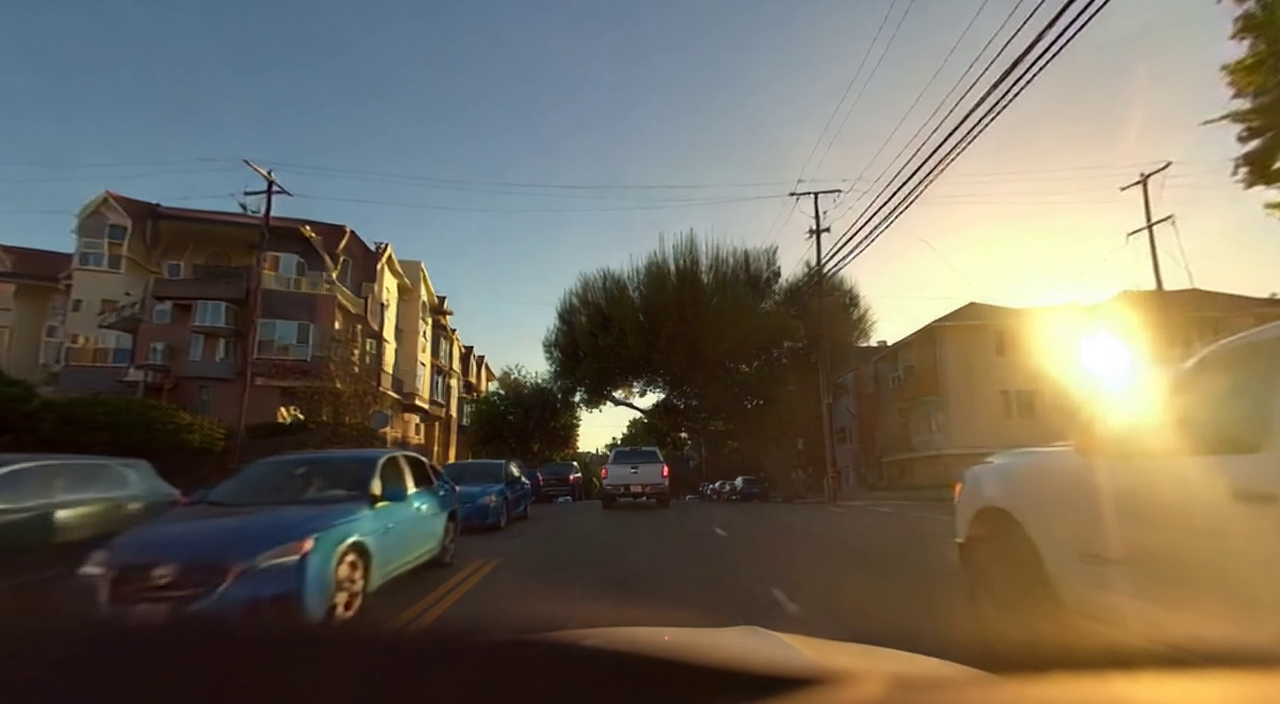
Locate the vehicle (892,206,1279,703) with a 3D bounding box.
[{"bbox_3d":[2.613,0.586,1.500,2.027,1.907,4.736,0,-9,0],"label":"vehicle"}]

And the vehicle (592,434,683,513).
[{"bbox_3d":[-0.039,3.463,18.432,2.308,1.940,4.125,-2,-9,1],"label":"vehicle"}]

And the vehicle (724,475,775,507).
[{"bbox_3d":[5.996,7.666,35.131,2.023,1.611,4.614,0,-10,0],"label":"vehicle"}]

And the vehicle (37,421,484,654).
[{"bbox_3d":[-3.086,1.567,6.461,1.898,1.539,4.320,0,-9,0],"label":"vehicle"}]
